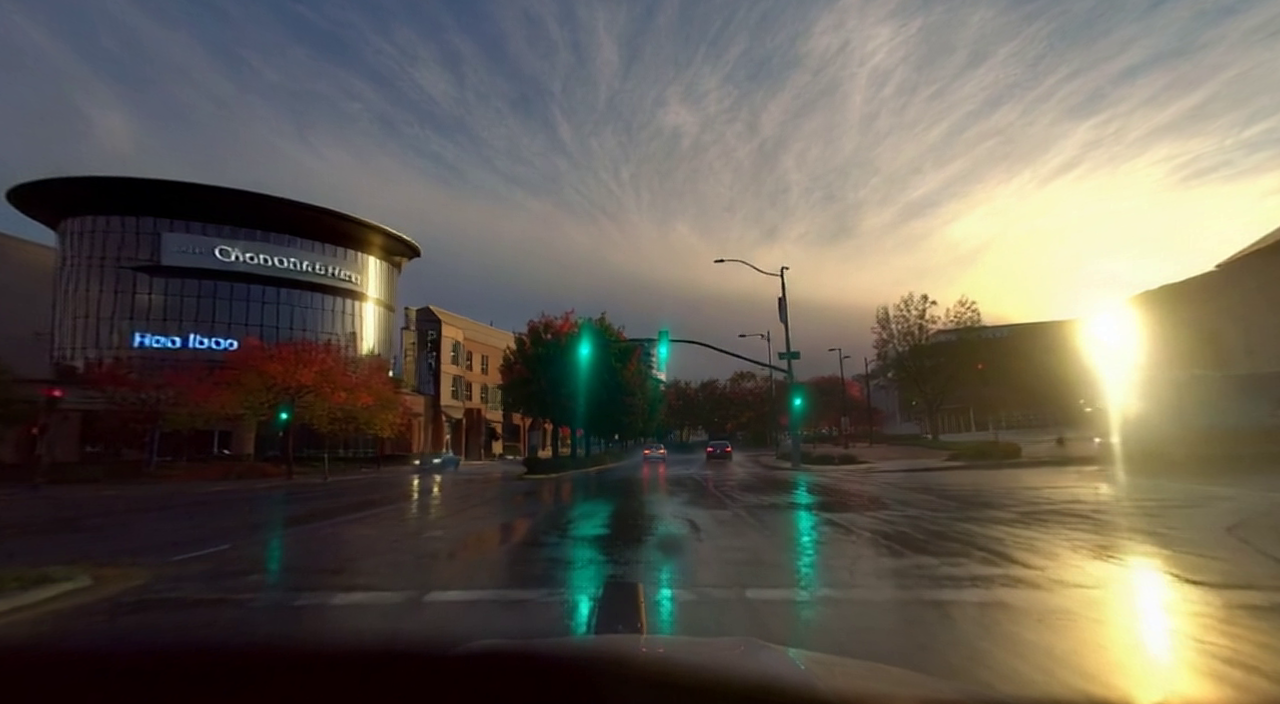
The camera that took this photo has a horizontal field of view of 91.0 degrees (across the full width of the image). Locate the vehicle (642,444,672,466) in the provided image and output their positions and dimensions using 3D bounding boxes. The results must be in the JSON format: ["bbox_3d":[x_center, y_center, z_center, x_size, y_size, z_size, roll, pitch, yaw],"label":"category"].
[{"bbox_3d":[1.361,7.728,47.427,2.014,1.525,4.197,-1,-9,5],"label":"vehicle"}]

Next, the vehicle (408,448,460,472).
[{"bbox_3d":[-14.238,7.464,43.766,1.904,1.582,4.111,-1,-9,5],"label":"vehicle"}]

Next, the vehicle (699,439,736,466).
[{"bbox_3d":[5.311,6.966,43.822,2.174,1.749,4.739,0,-9,2],"label":"vehicle"}]

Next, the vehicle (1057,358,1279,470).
[{"bbox_3d":[21.000,2.174,21.445,10.893,3.534,3.195,0,-9,4],"label":"vehicle"}]
